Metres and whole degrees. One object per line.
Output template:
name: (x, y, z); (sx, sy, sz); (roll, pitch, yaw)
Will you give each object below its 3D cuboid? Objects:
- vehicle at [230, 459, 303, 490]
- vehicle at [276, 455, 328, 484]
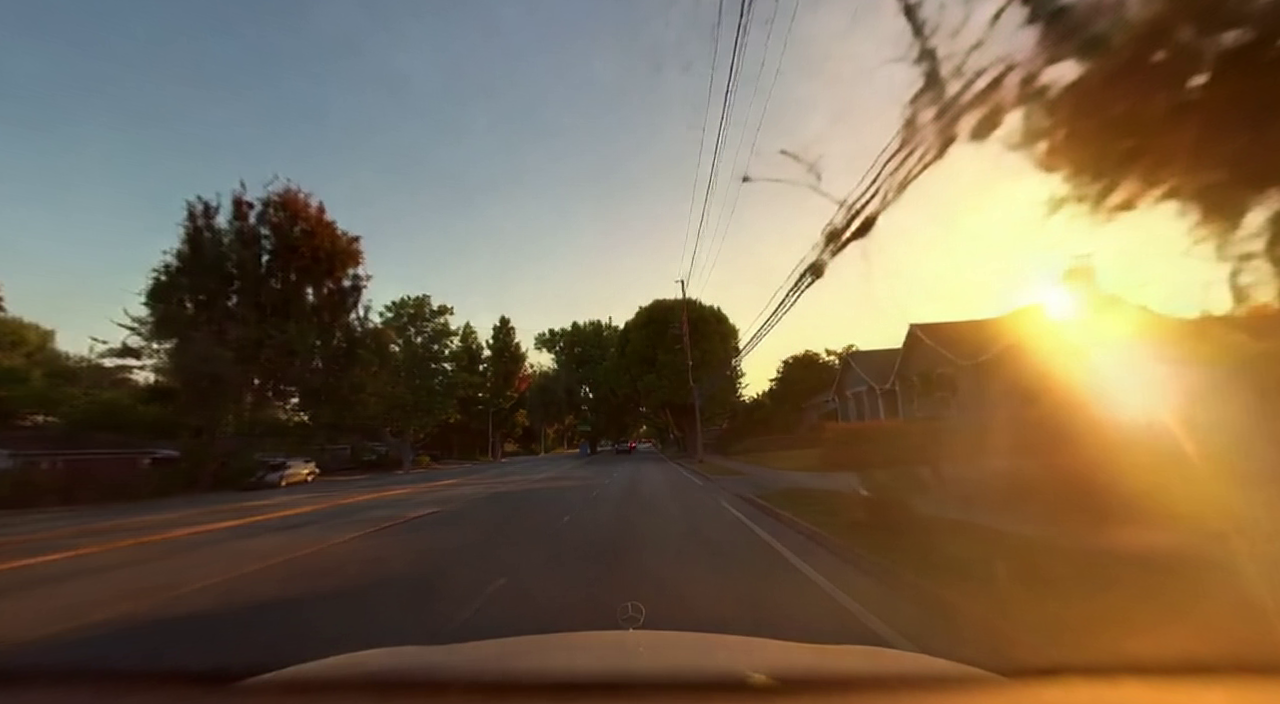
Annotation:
vehicle: (-21.012, 6.905, 35.696); (1.854, 1.504, 4.436); (1, -8, -7)
vehicle: (-22.182, 7.667, 41.538); (1.891, 1.703, 4.976); (2, -9, -16)
